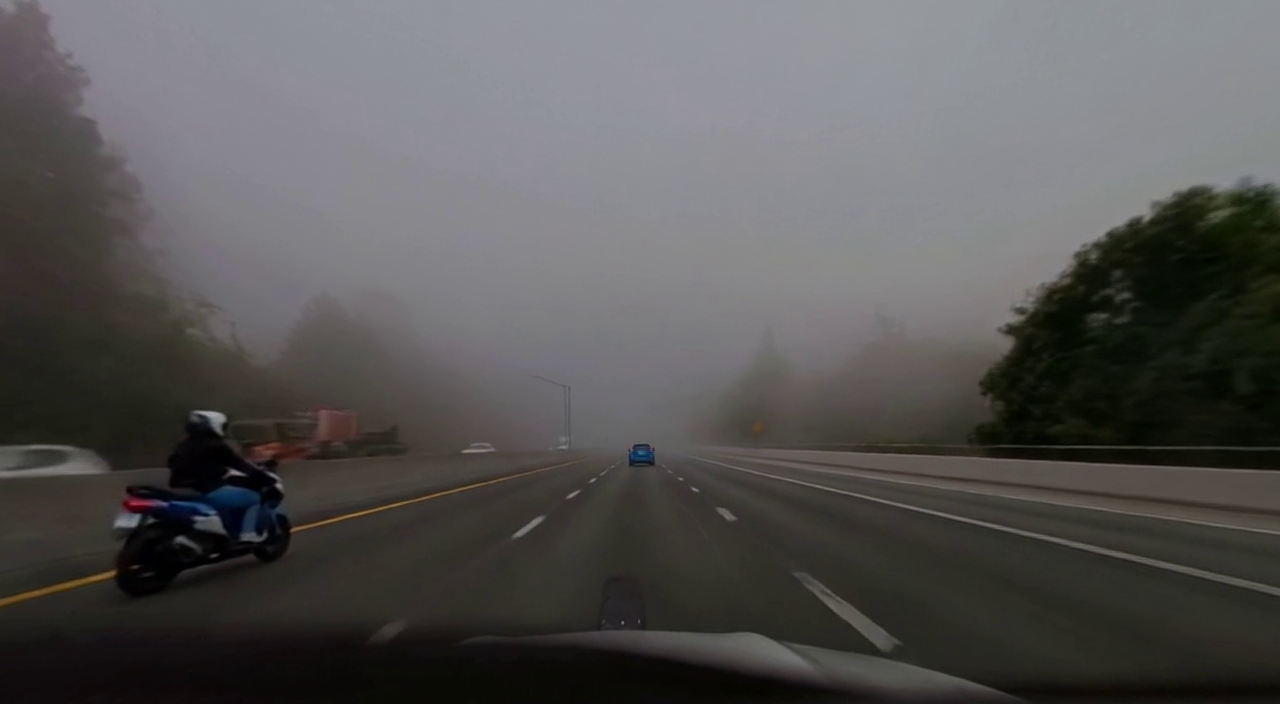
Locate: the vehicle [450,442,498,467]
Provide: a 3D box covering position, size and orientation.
[{"bbox_3d":[-11.349,7.070,43.413,2.024,1.594,4.563,-1,-9,0],"label":"vehicle"}]

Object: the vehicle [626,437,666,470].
[{"bbox_3d":[0.348,6.141,38.119,2.247,1.825,4.036,0,-9,0],"label":"vehicle"}]

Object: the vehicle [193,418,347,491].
[{"bbox_3d":[-15.788,4.452,27.634,2.314,2.738,7.144,-1,-9,0],"label":"vehicle"}]

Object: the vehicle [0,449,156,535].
[{"bbox_3d":[-12.082,2.648,12.240,1.866,1.470,4.358,0,-9,0],"label":"vehicle"}]
